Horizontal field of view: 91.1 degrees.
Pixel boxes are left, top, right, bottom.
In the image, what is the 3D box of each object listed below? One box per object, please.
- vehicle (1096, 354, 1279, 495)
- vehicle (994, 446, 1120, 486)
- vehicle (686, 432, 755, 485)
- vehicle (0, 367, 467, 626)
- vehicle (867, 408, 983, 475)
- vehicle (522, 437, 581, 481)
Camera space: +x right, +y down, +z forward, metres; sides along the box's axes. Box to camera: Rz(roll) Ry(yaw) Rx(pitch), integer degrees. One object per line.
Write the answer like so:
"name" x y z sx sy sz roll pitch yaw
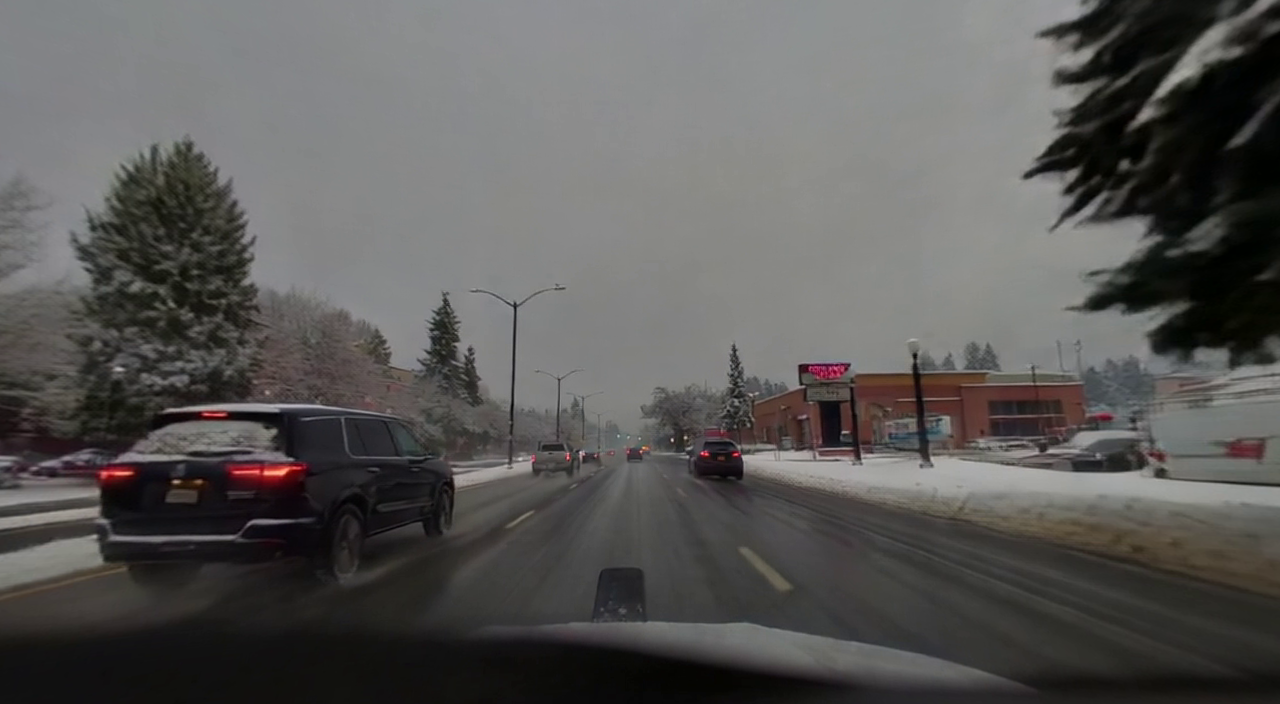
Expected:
"vehicle" 15.758 1.988 15.791 2.919 3.125 7.218 2 -11 -1
"vehicle" 16.669 4.502 25.069 4.701 1.470 1.985 4 -10 -27
"vehicle" 3.082 4.193 24.950 2.024 1.921 4.431 0 -9 -2
"vehicle" -3.769 1.432 7.168 2.210 1.925 4.838 0 -9 0
"vehicle" 15.704 5.103 35.467 2.642 3.252 8.515 0 -9 1
"vehicle" -3.829 4.723 27.927 2.014 1.775 4.404 0 -9 0
